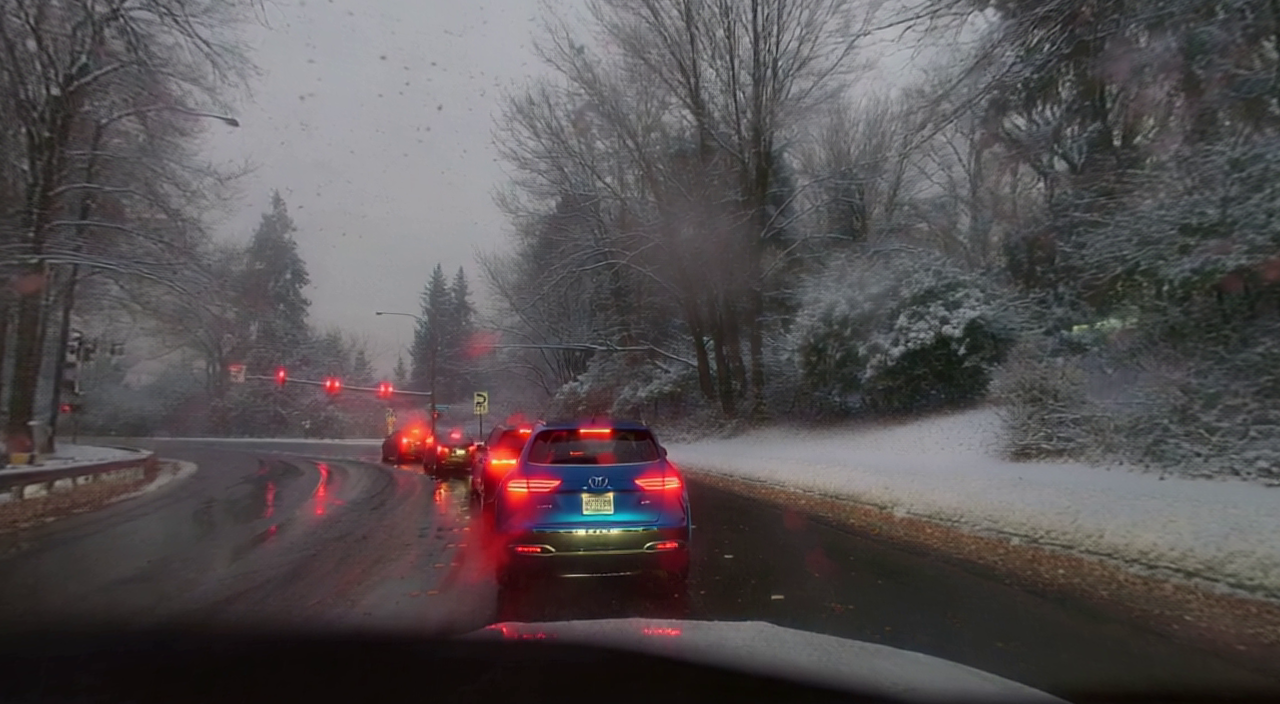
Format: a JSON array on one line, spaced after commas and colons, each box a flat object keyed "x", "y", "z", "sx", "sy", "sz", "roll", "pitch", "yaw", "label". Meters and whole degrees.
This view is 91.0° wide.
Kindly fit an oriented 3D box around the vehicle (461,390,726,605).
[{"x": -0.679, "y": 1.456, "z": 7.203, "sx": 2.134, "sy": 1.671, "sz": 4.147, "roll": 1, "pitch": -8, "yaw": -9, "label": "vehicle"}]

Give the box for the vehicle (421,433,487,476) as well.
[{"x": -7.303, "y": 3.947, "z": 24.484, "sx": 1.902, "sy": 1.536, "sz": 3.662, "roll": 4, "pitch": -9, "yaw": -25, "label": "vehicle"}]

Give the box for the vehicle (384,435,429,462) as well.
[{"x": -13.749, "y": 5.638, "z": 36.894, "sx": 1.863, "sy": 1.488, "sz": 4.426, "roll": 4, "pitch": -9, "yaw": -27, "label": "vehicle"}]
